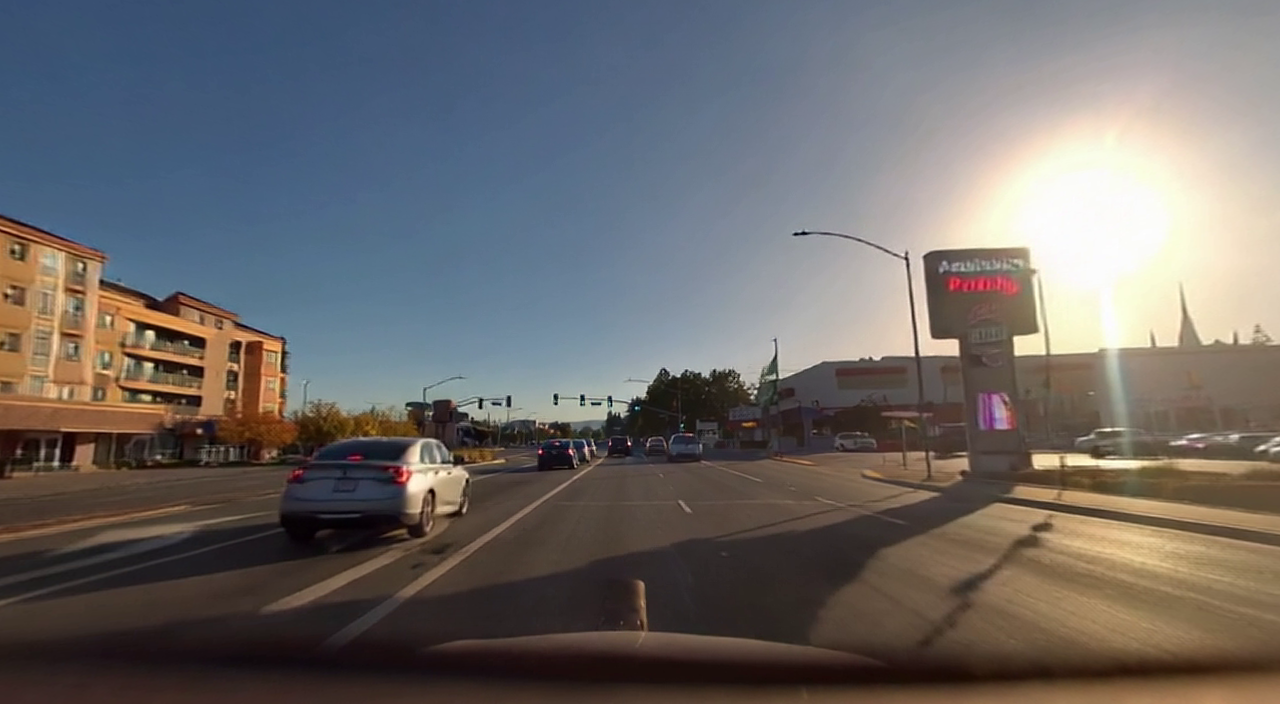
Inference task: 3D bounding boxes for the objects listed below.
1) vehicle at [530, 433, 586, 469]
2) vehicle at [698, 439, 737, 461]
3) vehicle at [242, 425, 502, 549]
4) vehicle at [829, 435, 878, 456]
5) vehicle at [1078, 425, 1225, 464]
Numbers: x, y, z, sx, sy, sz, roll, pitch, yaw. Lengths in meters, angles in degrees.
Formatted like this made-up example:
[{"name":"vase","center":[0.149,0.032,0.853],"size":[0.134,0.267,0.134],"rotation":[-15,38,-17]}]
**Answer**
[{"name":"vehicle","center":[-3.981,4.875,31.355],"size":[2.143,1.643,4.336],"rotation":[0,-8,0]},{"name":"vehicle","center":[5.298,6.762,43.806],"size":[2.017,1.453,4.497],"rotation":[0,-8,-1]},{"name":"vehicle","center":[-3.771,1.982,10.033],"size":[2.097,1.497,4.571],"rotation":[0,-8,1]},{"name":"vehicle","center":[15.744,6.925,46.817],"size":[1.819,1.457,4.680],"rotation":[0,-8,-3]},{"name":"vehicle","center":[23.585,4.325,29.385],"size":[4.824,1.693,1.984],"rotation":[-4,-9,21]}]
